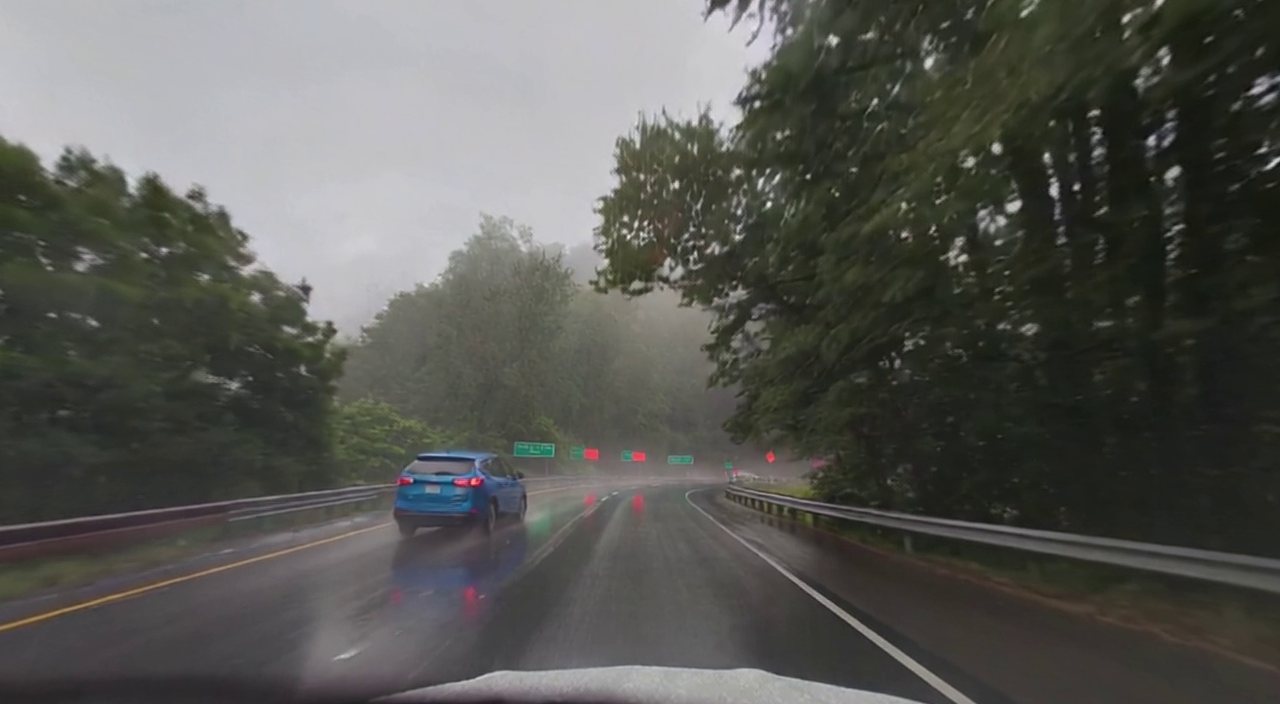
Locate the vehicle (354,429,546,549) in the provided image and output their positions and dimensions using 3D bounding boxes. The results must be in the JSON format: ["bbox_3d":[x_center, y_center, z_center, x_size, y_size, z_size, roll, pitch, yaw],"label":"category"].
[{"bbox_3d":[-3.110,2.401,11.476,1.997,1.692,4.422,1,-10,1],"label":"vehicle"}]
